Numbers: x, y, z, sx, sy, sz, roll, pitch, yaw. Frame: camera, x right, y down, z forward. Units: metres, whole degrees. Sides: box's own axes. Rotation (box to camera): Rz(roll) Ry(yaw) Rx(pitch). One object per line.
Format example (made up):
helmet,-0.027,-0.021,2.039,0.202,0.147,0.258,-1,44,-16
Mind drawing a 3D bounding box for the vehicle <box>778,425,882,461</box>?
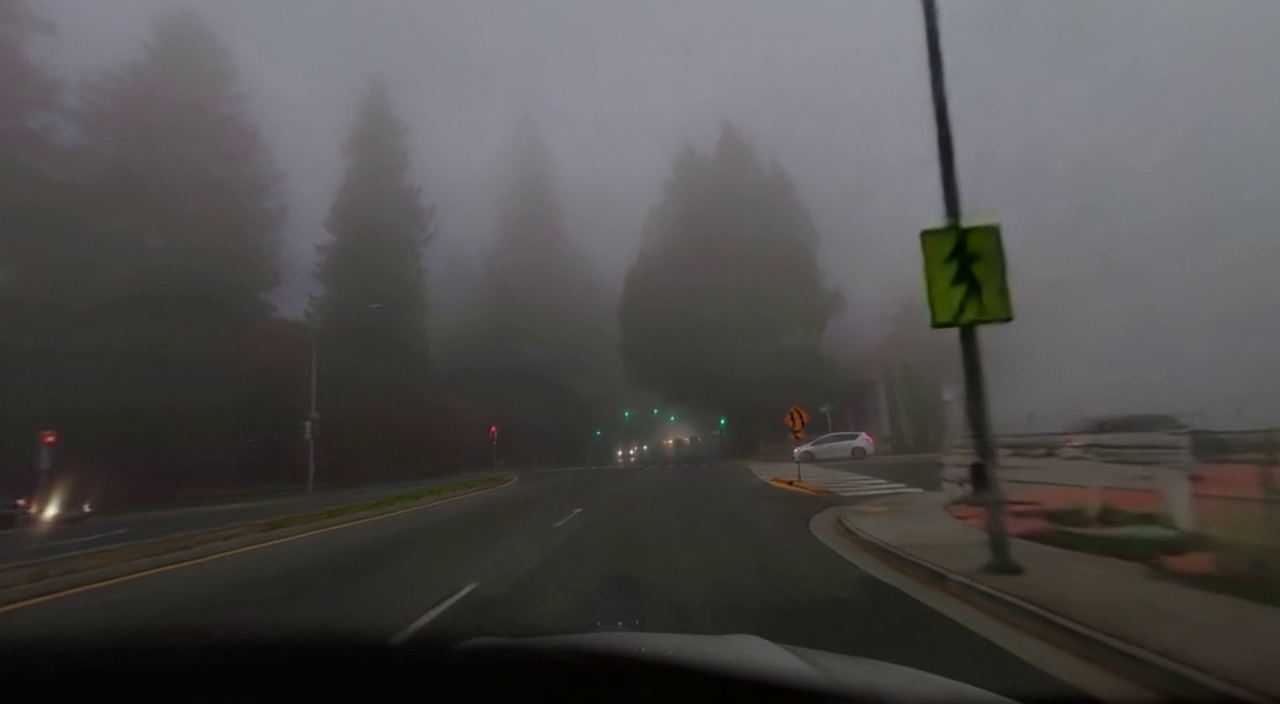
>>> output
vehicle,9.798,4.680,32.543,4.906,1.729,2.414,-3,-9,21
